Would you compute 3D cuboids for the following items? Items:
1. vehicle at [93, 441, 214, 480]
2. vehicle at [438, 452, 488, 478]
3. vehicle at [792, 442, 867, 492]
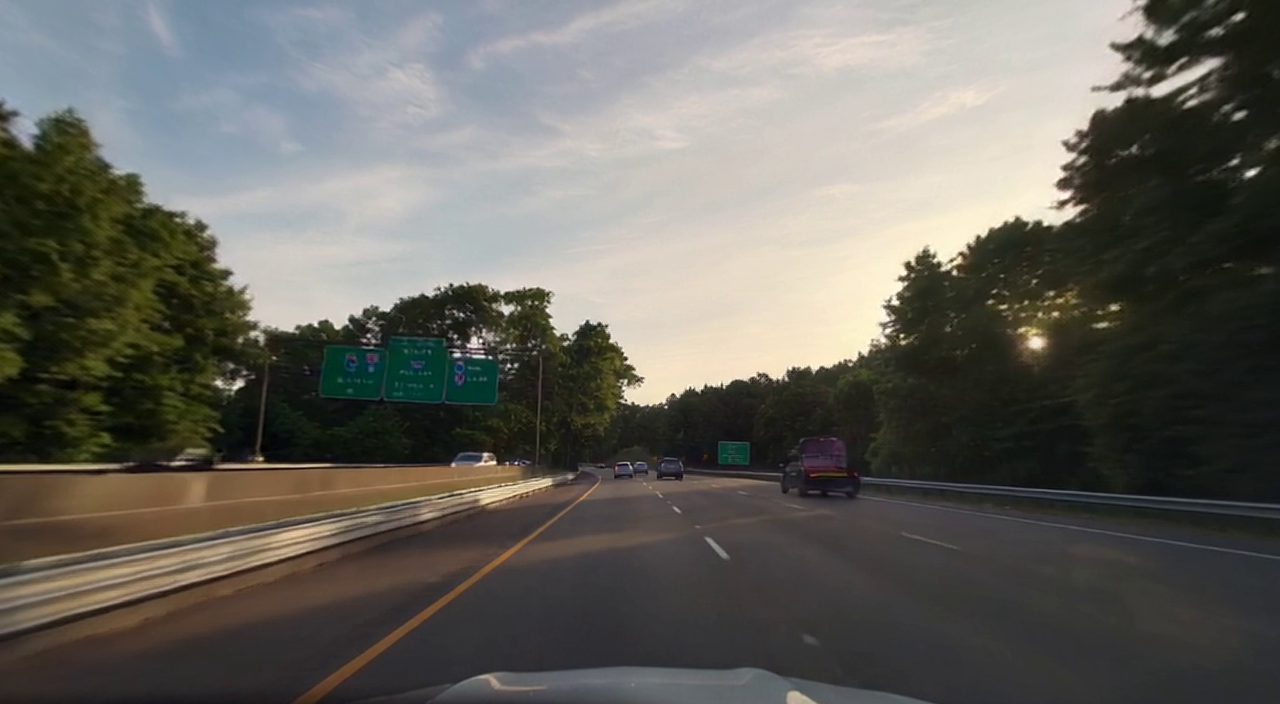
[{"bbox_3d":[-21.325,4.829,27.864,1.868,1.546,4.332,1,-10,-1],"label":"vehicle"},{"bbox_3d":[-11.275,7.281,40.509,1.965,1.501,4.441,1,-10,-1],"label":"vehicle"},{"bbox_3d":[11.210,6.930,37.953,2.398,2.721,6.295,1,-11,-2],"label":"vehicle"}]
